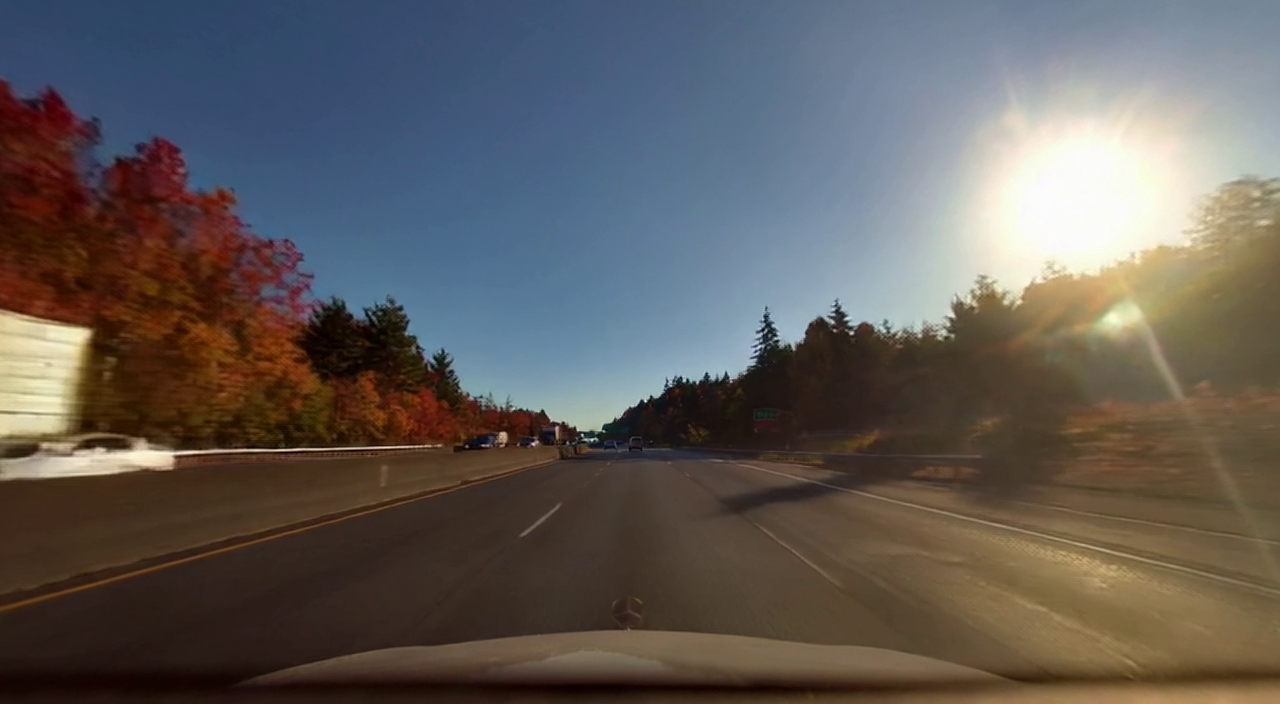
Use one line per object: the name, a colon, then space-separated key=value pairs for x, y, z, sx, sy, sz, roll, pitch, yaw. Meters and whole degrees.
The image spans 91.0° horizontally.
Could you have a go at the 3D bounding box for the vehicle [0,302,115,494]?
vehicle: x=-15.134 y=0.208 z=8.063 sx=2.927 sy=4.069 sz=16.353 roll=0 pitch=-8 yaw=0

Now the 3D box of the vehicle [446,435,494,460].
vehicle: x=-11.402 y=6.449 z=42.507 sx=1.969 sy=1.544 sz=4.758 roll=0 pitch=-8 yaw=0

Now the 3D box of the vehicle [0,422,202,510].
vehicle: x=-11.577 y=2.252 z=12.925 sx=1.871 sy=1.479 sz=4.480 roll=0 pitch=-8 yaw=0
